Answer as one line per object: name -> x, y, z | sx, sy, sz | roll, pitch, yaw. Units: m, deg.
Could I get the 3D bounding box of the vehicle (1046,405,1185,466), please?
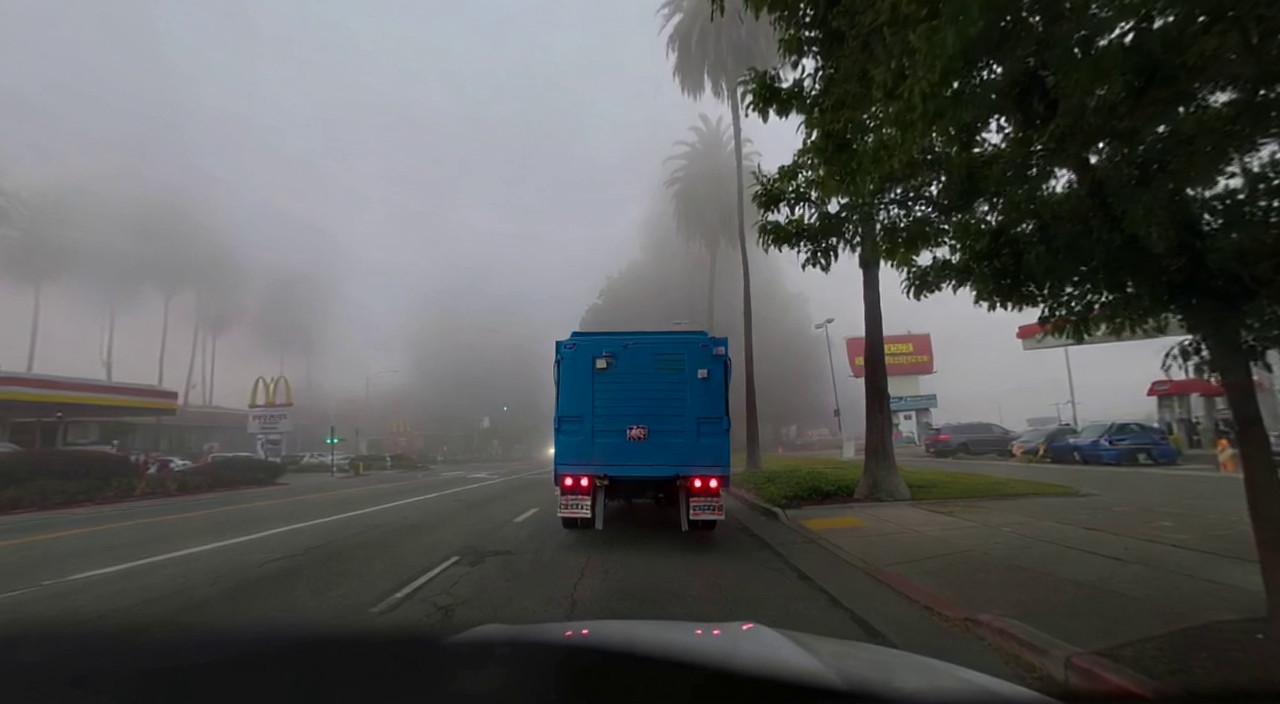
vehicle -> 15.785, 2.736, 20.915 | 4.472, 1.730, 1.939 | 2, -10, -31

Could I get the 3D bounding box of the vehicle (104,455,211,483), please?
vehicle -> -27.588, 6.670, 36.326 | 4.493, 1.453, 1.912 | 4, -9, -27

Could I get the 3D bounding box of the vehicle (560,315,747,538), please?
vehicle -> 0.147, 1.350, 11.441 | 2.463, 2.954, 5.938 | 1, -7, -1

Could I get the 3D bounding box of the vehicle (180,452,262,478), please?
vehicle -> -27.898, 7.534, 42.222 | 4.303, 1.567, 2.021 | 4, -9, -27

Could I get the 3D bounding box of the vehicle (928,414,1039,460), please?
vehicle -> 16.023, 3.992, 29.385 | 5.078, 1.937, 2.326 | 6, -10, -34

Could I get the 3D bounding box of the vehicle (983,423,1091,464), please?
vehicle -> 15.260, 3.516, 24.255 | 4.105, 1.433, 1.931 | 6, -10, -34
